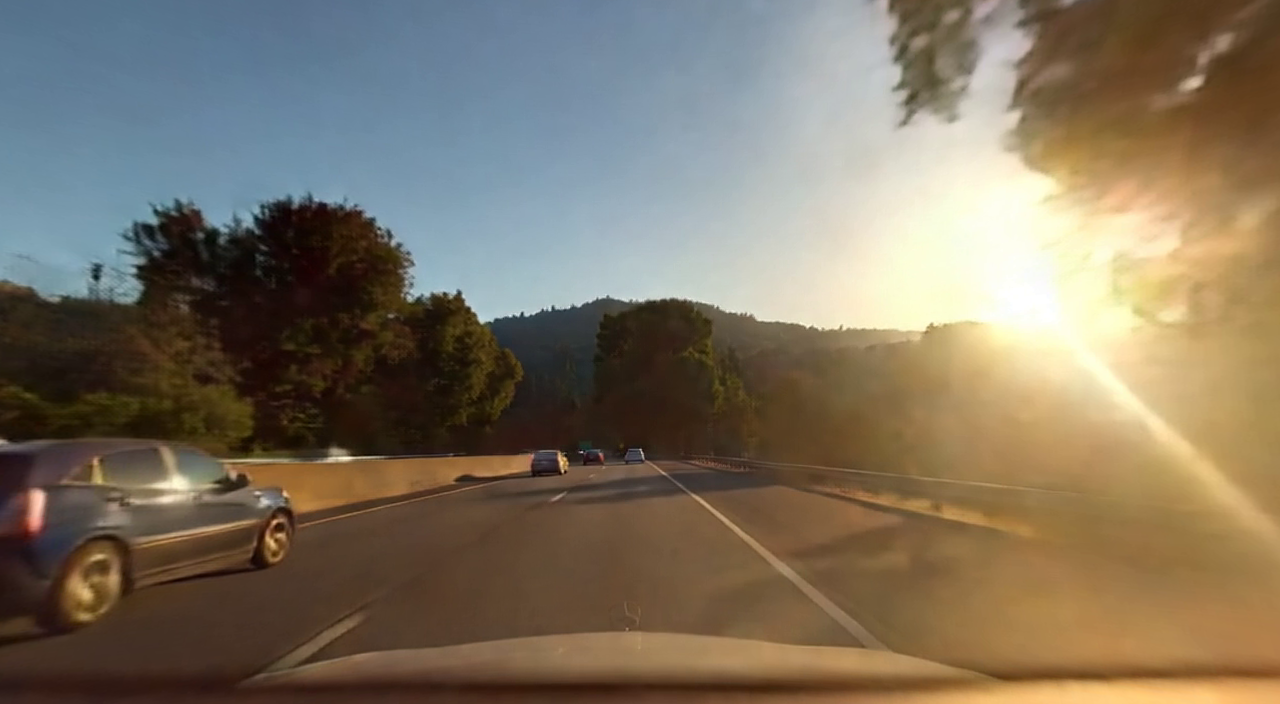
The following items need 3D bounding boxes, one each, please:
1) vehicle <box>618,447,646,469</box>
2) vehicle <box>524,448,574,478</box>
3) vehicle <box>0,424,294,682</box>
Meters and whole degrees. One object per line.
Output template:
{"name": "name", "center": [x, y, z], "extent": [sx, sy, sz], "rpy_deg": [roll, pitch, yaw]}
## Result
{"name": "vehicle", "center": [-0.694, 8.214, 49.076], "extent": [2.070, 1.603, 4.806], "rpy_deg": [0, -9, -2]}
{"name": "vehicle", "center": [-4.768, 5.850, 33.614], "extent": [2.052, 1.468, 4.390], "rpy_deg": [0, -9, 0]}
{"name": "vehicle", "center": [-4.701, 1.328, 4.657], "extent": [1.838, 1.508, 4.317], "rpy_deg": [0, -9, 0]}
